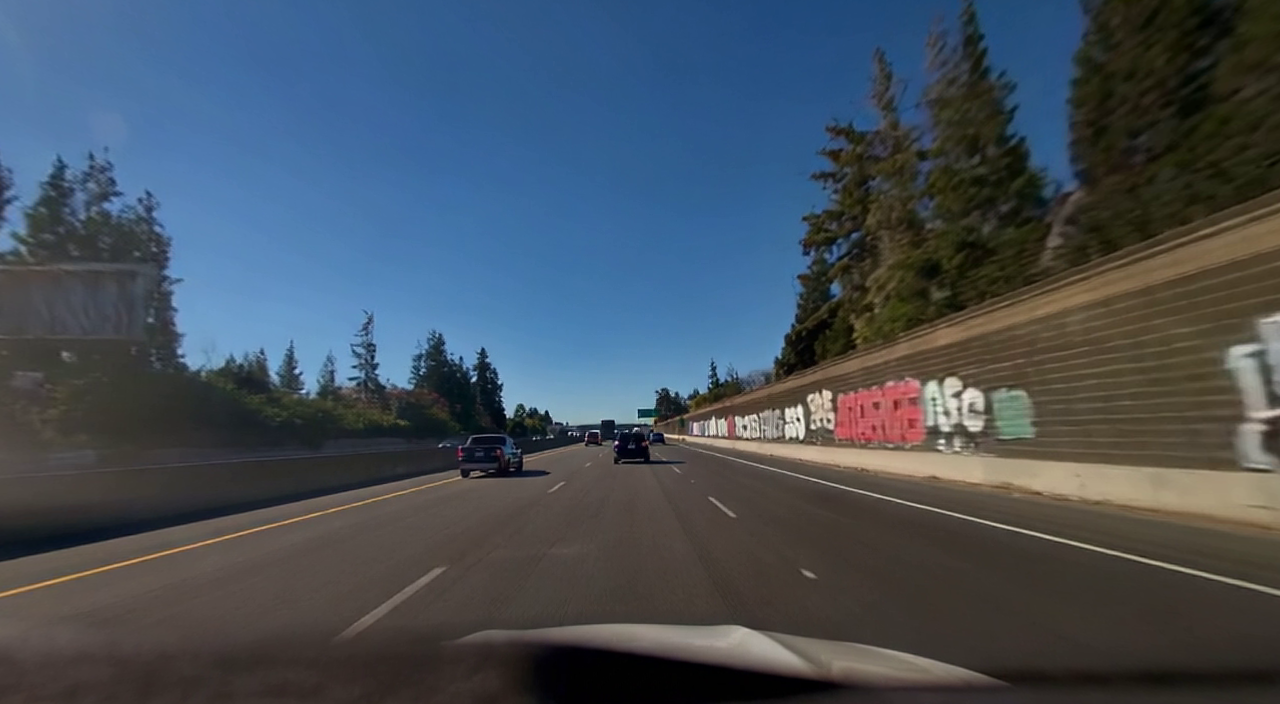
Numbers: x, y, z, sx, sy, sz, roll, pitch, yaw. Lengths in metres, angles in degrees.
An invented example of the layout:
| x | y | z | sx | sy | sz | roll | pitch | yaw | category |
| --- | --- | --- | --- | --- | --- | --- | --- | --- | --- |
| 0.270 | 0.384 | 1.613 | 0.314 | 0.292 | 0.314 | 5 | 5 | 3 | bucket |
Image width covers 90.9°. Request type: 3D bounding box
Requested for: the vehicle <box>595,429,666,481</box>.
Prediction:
| x | y | z | sx | sy | sz | roll | pitch | yaw | category |
| --- | --- | --- | --- | --- | --- | --- | --- | --- | --- |
| -0.330 | 3.218 | 20.007 | 2.044 | 1.477 | 3.693 | 0 | -8 | -2 | vehicle |

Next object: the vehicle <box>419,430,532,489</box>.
| x | y | z | sx | sy | sz | roll | pitch | yaw | category |
| --- | --- | --- | --- | --- | --- | --- | --- | --- | --- |
| -4.475 | 2.979 | 17.910 | 2.022 | 1.440 | 4.491 | 0 | -8 | 0 | vehicle |
